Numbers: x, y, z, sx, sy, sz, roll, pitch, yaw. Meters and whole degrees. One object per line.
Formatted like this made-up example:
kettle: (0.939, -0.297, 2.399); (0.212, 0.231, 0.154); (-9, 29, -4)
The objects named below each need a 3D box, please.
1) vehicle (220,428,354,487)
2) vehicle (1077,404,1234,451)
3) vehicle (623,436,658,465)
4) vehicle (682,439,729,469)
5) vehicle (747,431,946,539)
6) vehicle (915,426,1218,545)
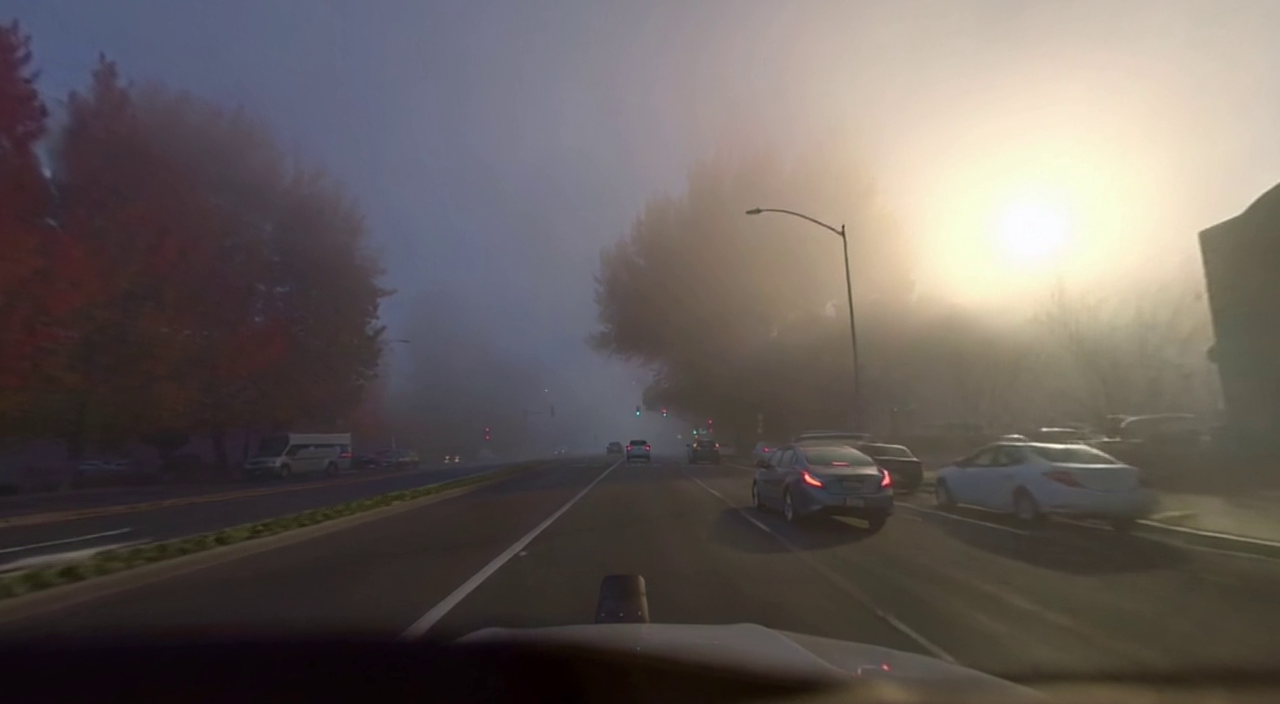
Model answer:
vehicle: (-22.267, 6.729, 40.609); (2.961, 3.271, 9.547); (0, -9, 1)
vehicle: (21.772, 3.285, 26.768); (2.025, 1.768, 4.672); (6, -11, -38)
vehicle: (0.034, 6.826, 43.760); (2.239, 1.856, 4.815); (0, -9, 0)
vehicle: (3.574, 5.718, 35.323); (2.178, 1.546, 4.311); (0, -9, 0)
vehicle: (3.320, 2.227, 11.241); (1.977, 1.498, 4.521); (0, -9, -1)
vehicle: (6.856, 2.180, 10.976); (2.061, 1.593, 4.602); (0, -9, 0)
